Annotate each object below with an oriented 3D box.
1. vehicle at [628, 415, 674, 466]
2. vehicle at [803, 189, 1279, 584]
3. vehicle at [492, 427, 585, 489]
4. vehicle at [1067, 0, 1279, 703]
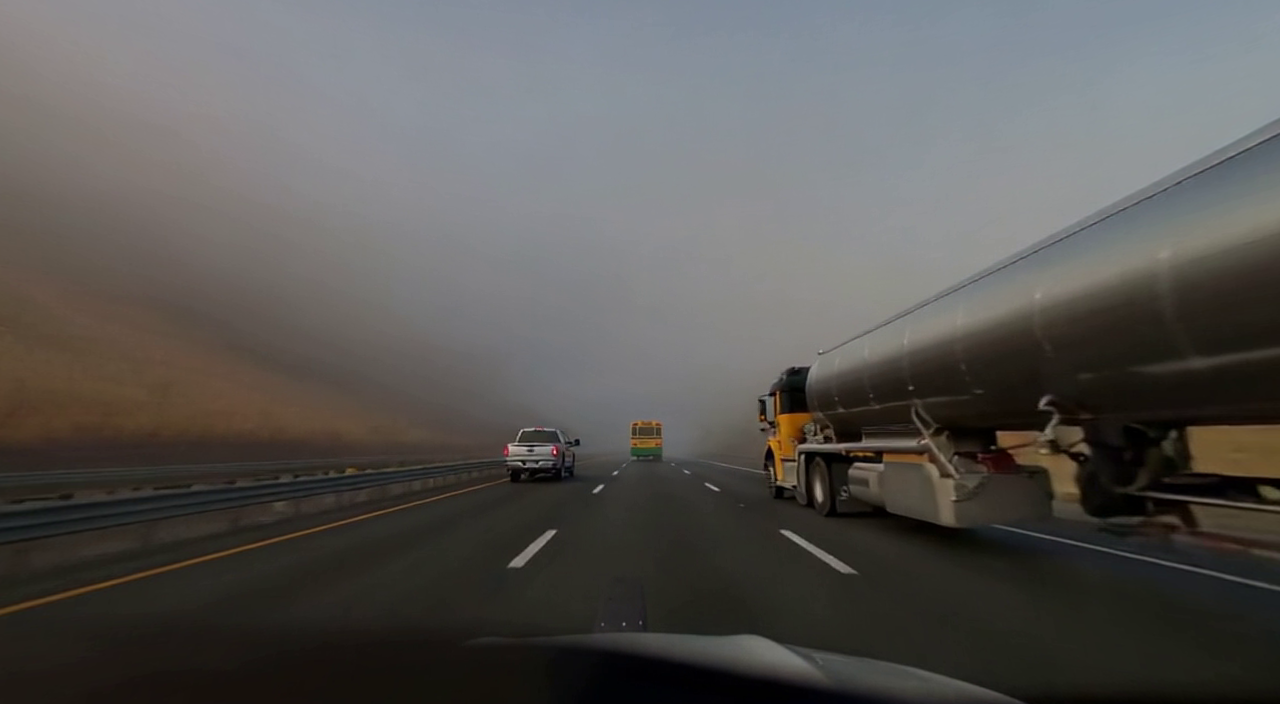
[{"bbox_3d":[0.680,6.453,46.017,2.948,3.265,10.569,0,-8,-1],"label":"vehicle"},{"bbox_3d":[4.589,0.698,9.072,2.604,3.677,6.470,0,-8,-1],"label":"vehicle"},{"bbox_3d":[-3.421,3.720,22.589,2.241,1.927,5.833,0,-8,1],"label":"vehicle"},{"bbox_3d":[4.370,-0.377,0.783,2.716,3.705,7.018,0,-8,1],"label":"vehicle"}]
